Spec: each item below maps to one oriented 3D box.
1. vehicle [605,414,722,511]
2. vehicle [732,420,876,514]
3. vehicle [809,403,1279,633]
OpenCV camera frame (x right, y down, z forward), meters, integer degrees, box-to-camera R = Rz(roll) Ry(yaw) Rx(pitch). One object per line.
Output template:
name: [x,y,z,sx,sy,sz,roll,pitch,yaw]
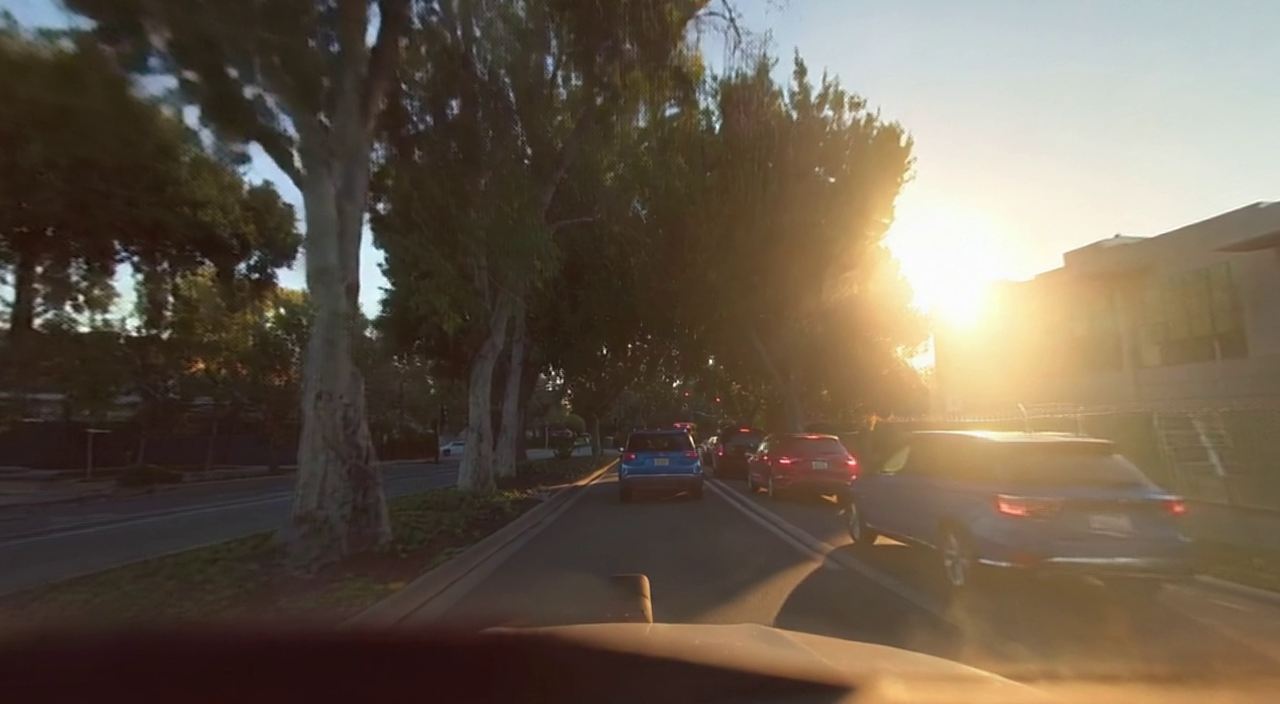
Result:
vehicle: [0.526,2.585,15.074,2.386,1.947,4.168,-1,-9,1]
vehicle: [3.835,2.816,15.933,2.238,1.958,5.250,0,-9,1]
vehicle: [3.682,1.605,7.201,2.138,1.699,4.852,0,-9,0]
